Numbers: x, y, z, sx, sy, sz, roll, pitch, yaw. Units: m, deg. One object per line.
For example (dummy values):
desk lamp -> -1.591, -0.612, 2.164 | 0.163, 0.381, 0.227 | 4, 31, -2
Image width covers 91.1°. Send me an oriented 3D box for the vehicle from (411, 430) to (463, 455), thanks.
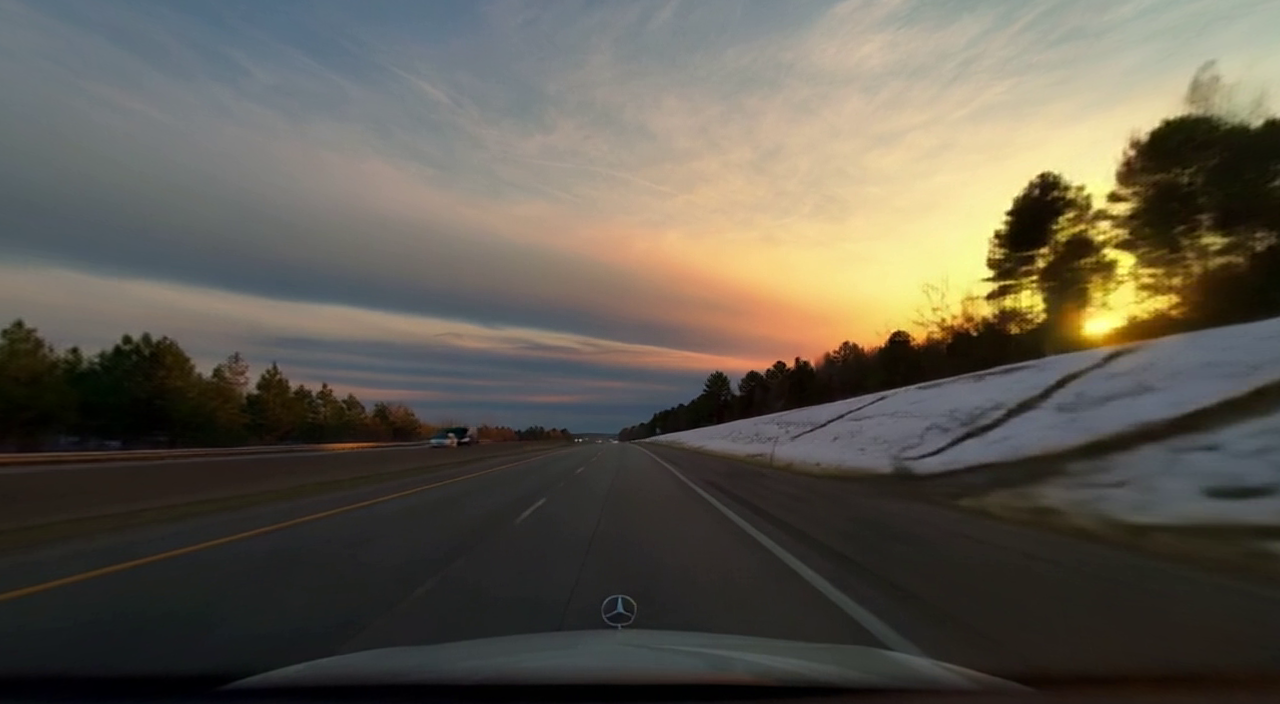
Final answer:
vehicle -> -15.375, 6.858, 47.924 | 2.449, 1.764, 4.695 | 0, -8, -1
